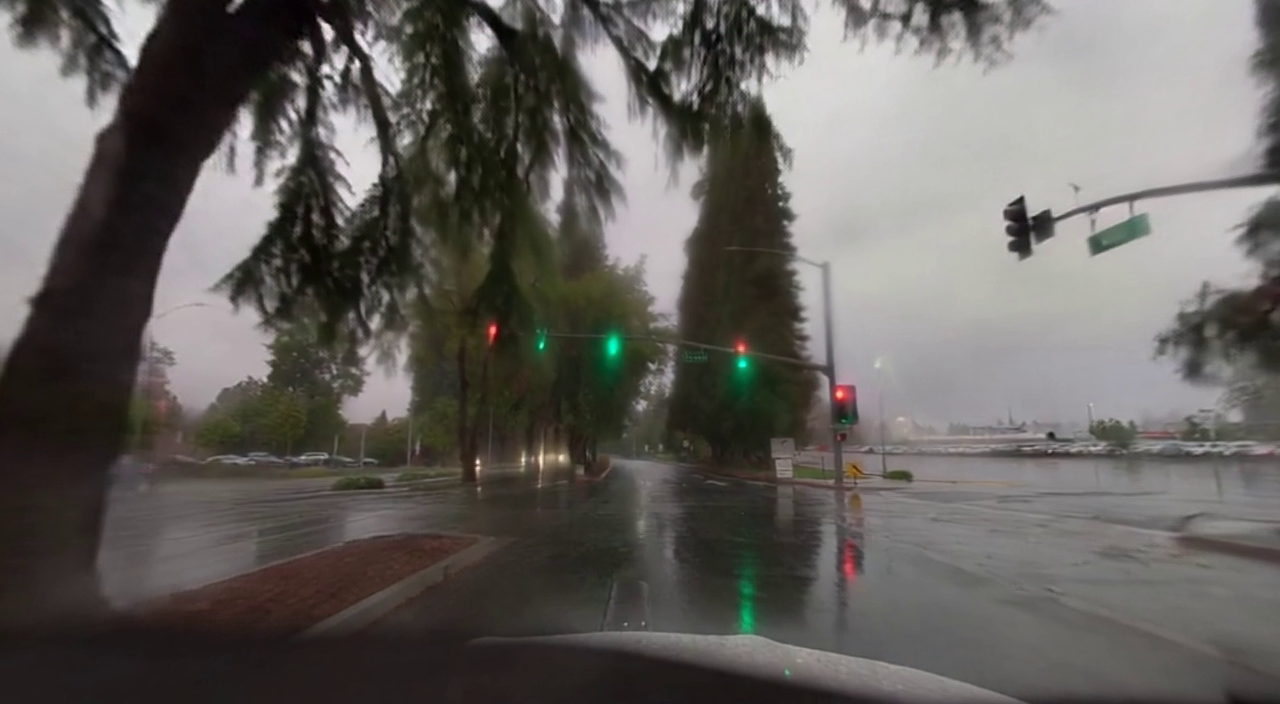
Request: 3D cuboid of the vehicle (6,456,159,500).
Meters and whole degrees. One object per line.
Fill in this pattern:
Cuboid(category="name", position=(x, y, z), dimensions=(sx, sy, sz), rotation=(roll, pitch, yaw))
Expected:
Cuboid(category="vehicle", position=(-21.374, 4.802, 24.439), dimensions=(1.965, 1.475, 4.269), rotation=(0, -8, 1))
